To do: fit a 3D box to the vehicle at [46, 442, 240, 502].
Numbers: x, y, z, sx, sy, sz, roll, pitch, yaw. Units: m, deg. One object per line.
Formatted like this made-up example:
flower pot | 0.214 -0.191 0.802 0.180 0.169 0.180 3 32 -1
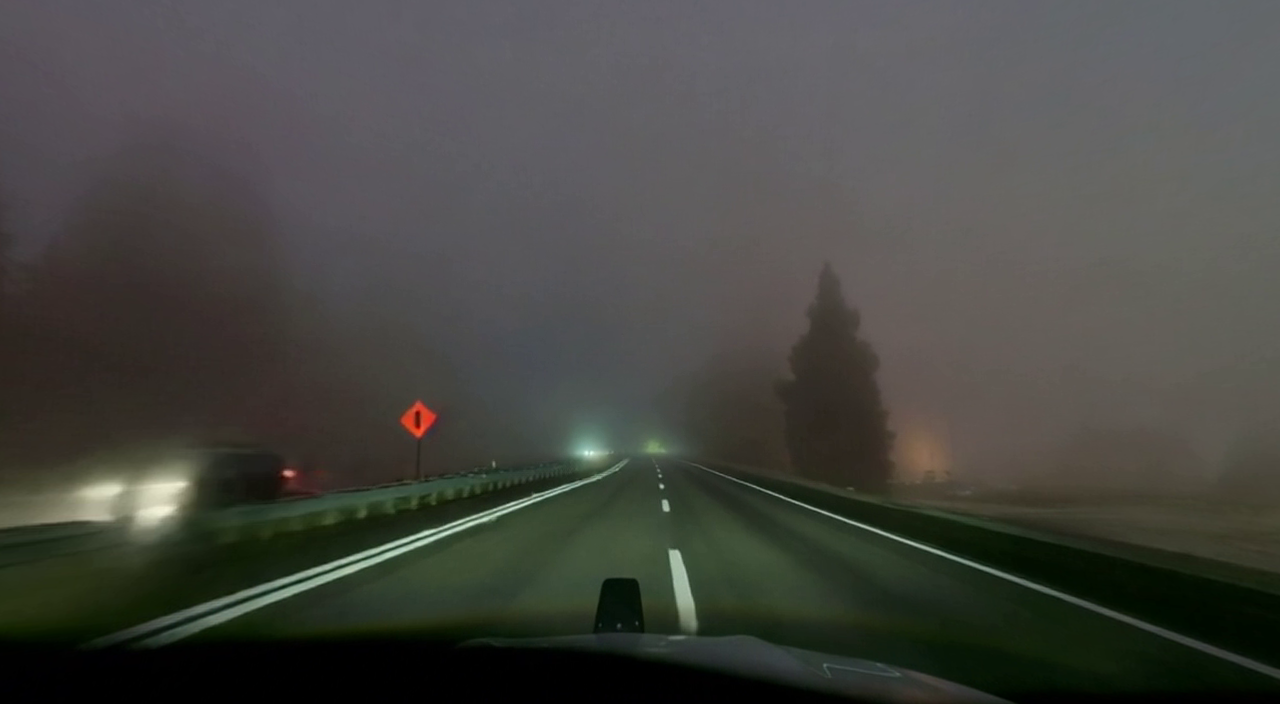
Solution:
vehicle | -15.295 3.702 19.840 2.035 1.623 4.812 0 -9 2
